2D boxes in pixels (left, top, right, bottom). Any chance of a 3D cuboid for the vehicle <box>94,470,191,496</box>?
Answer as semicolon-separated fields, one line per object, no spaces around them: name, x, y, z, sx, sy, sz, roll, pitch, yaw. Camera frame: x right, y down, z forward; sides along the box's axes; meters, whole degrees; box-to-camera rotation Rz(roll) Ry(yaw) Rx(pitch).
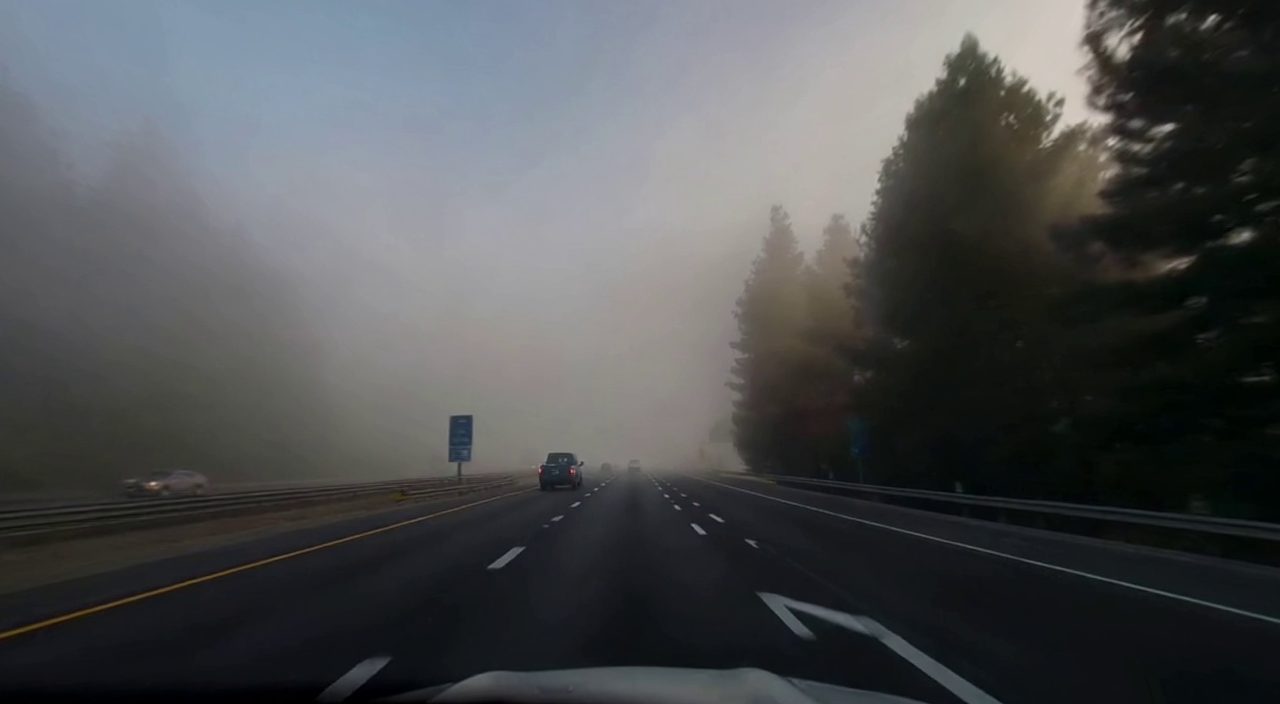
vehicle;-30.741;8.108;39.099;1.771;1.457;4.492;-1;-11;11

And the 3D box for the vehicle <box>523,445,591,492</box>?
vehicle;-3.572;5.182;28.080;2.390;1.879;4.423;1;-10;1
